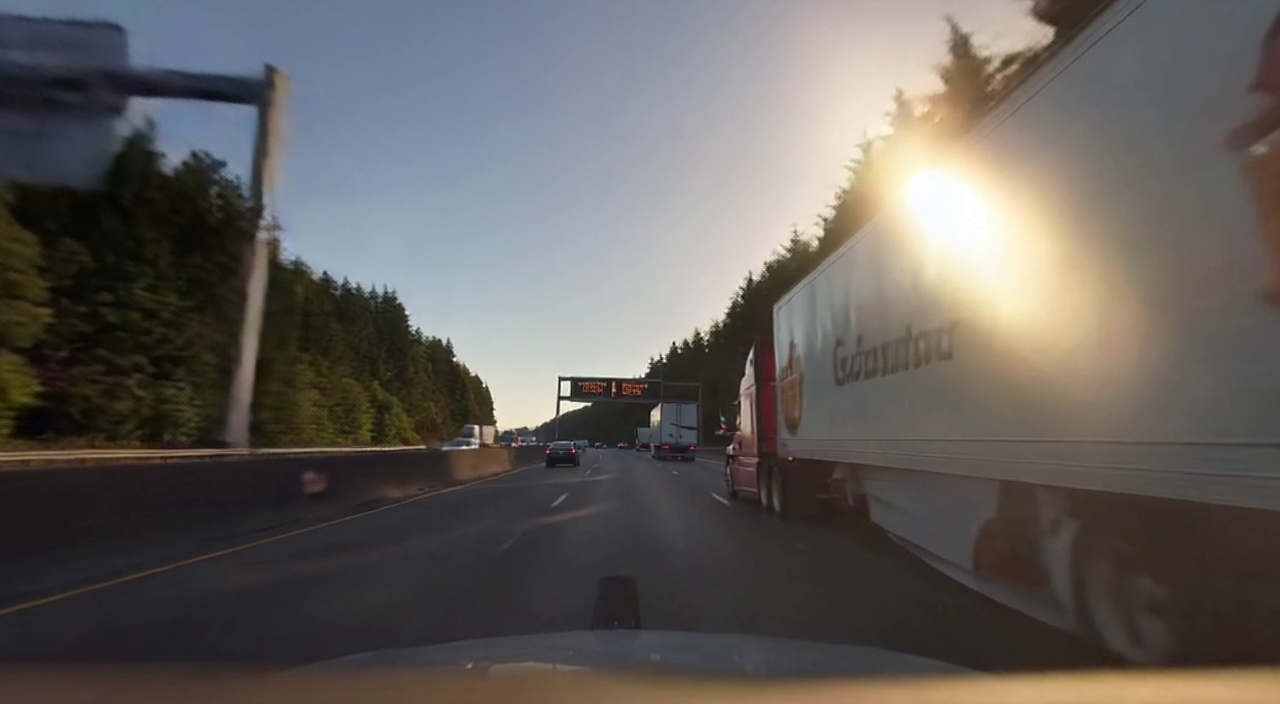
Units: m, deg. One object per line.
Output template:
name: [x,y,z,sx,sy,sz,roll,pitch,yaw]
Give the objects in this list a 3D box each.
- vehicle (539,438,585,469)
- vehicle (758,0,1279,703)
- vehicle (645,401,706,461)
vehicle: [-4.408,5.800,36.196,2.206,1.644,4.027,0,-8,-2]
vehicle: [3.830,0.002,4.785,2.948,4.045,13.051,0,-8,-2]
vehicle: [2.411,6.288,48.997,3.116,3.992,13.748,0,-8,-3]
